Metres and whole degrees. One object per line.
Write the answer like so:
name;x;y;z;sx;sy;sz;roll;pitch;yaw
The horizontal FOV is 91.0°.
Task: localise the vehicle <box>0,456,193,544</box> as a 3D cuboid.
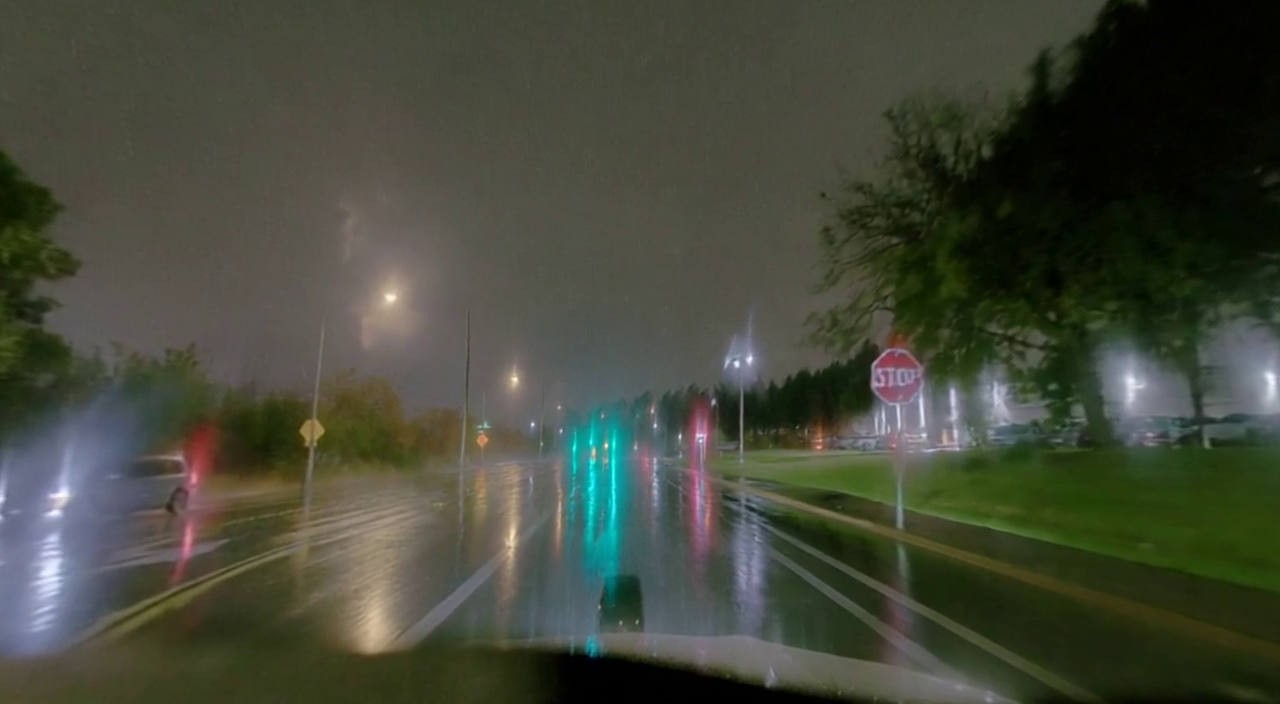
vehicle;-12.894;3.347;14.717;1.952;1.632;4.200;-5;-9;-2
